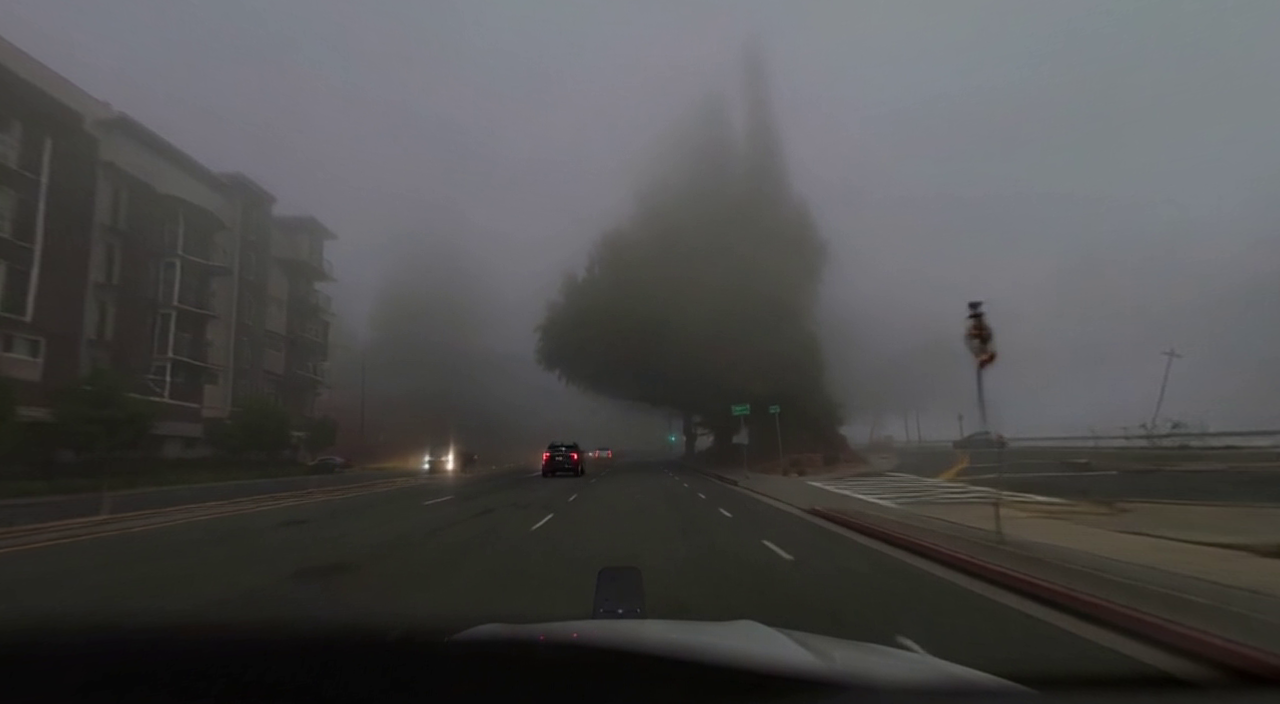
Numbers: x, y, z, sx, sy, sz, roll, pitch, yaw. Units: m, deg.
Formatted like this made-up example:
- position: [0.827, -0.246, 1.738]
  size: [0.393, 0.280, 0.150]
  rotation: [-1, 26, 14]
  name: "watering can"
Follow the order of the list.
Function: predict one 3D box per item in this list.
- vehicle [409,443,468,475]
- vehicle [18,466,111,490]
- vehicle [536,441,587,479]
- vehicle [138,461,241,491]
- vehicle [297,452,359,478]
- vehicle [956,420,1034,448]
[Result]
- position: [-12.208, 6.501, 38.578]
  size: [2.071, 1.817, 4.634]
  rotation: [0, -9, 0]
  name: "vehicle"
- position: [-36.984, 8.092, 40.636]
  size: [4.257, 1.446, 1.817]
  rotation: [-1, -8, 2]
  name: "vehicle"
- position: [-3.814, 5.349, 31.561]
  size: [1.959, 1.741, 4.141]
  rotation: [0, -9, 1]
  name: "vehicle"
- position: [-26.171, 7.186, 36.871]
  size: [1.812, 1.507, 4.428]
  rotation: [-5, -10, 29]
  name: "vehicle"
- position: [-23.085, 8.358, 46.951]
  size: [2.059, 1.783, 4.824]
  rotation: [-1, -9, 1]
  name: "vehicle"
- position: [25.152, 5.903, 45.060]
  size: [2.195, 1.814, 5.872]
  rotation: [0, -8, 0]
  name: "vehicle"
